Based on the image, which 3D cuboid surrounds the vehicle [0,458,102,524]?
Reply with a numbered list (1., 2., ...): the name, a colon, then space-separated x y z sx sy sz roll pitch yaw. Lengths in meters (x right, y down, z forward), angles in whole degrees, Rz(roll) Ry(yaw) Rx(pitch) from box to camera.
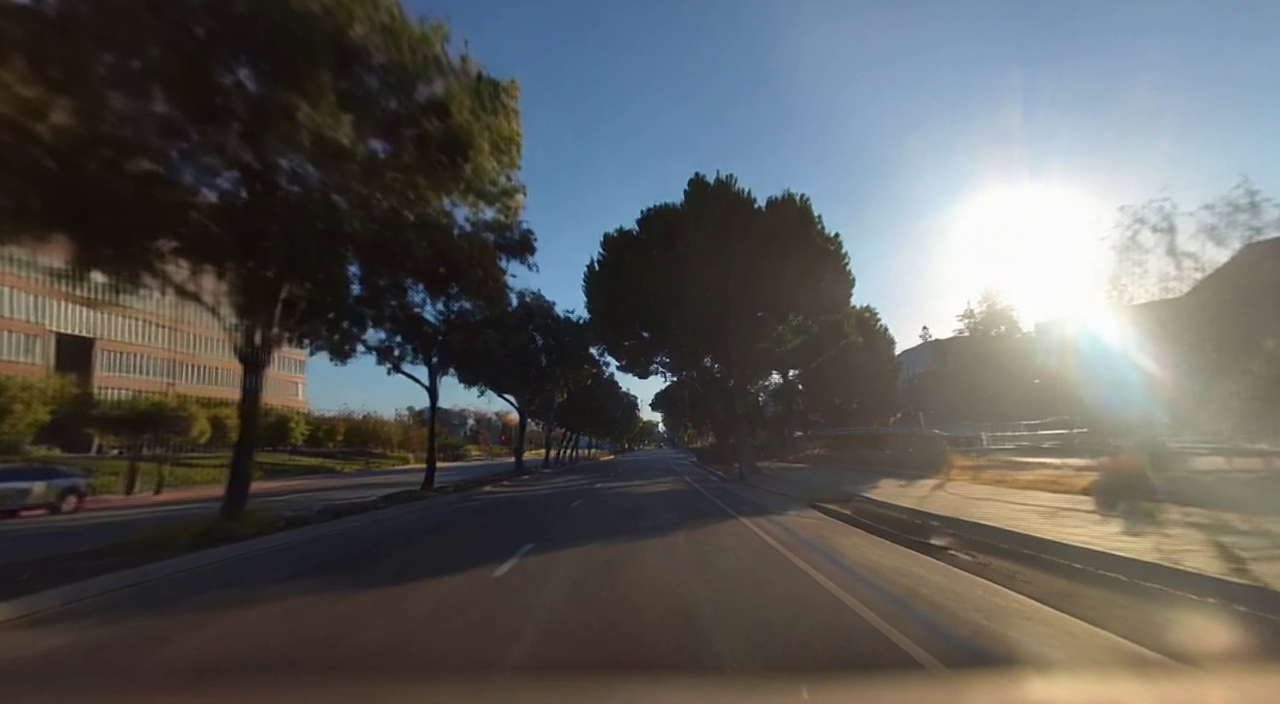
1. vehicle: -16.838 3.647 16.335 1.807 1.570 4.557 -3 -9 -1
